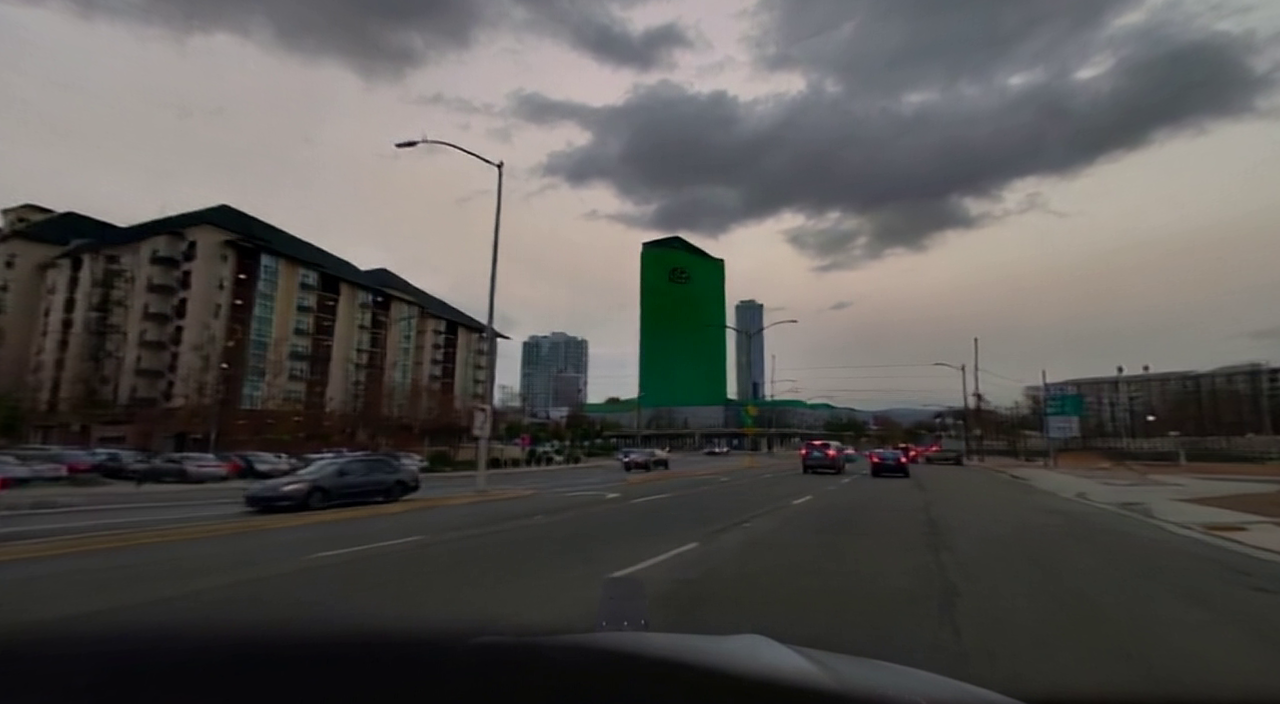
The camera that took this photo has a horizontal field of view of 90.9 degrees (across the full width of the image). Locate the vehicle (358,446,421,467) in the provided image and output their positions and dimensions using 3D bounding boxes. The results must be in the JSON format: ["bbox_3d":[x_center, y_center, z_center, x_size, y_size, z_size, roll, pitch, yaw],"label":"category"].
[{"bbox_3d":[-19.123,7.936,48.106,4.431,1.510,1.947,-4,-9,28],"label":"vehicle"}]

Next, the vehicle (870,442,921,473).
[{"bbox_3d":[12.897,5.242,31.625,2.041,1.444,4.710,-4,-9,24],"label":"vehicle"}]

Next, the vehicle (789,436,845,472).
[{"bbox_3d":[9.086,5.171,32.166,2.031,1.692,4.284,-4,-9,24],"label":"vehicle"}]

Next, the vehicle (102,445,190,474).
[{"bbox_3d":[-26.535,5.722,33.811,4.108,1.494,2.133,-5,-9,28],"label":"vehicle"}]

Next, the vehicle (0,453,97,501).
[{"bbox_3d":[-22.540,4.434,22.517,1.884,1.575,4.215,-4,-9,23],"label":"vehicle"}]

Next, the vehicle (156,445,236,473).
[{"bbox_3d":[-25.422,6.081,36.068,3.990,1.502,2.113,-5,-10,29],"label":"vehicle"}]

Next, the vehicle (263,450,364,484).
[{"bbox_3d":[-17.558,6.168,34.165,1.875,1.600,4.604,-4,-9,23],"label":"vehicle"}]

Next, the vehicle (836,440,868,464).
[{"bbox_3d":[15.850,7.405,47.011,1.857,1.697,4.011,-4,-9,23],"label":"vehicle"}]
